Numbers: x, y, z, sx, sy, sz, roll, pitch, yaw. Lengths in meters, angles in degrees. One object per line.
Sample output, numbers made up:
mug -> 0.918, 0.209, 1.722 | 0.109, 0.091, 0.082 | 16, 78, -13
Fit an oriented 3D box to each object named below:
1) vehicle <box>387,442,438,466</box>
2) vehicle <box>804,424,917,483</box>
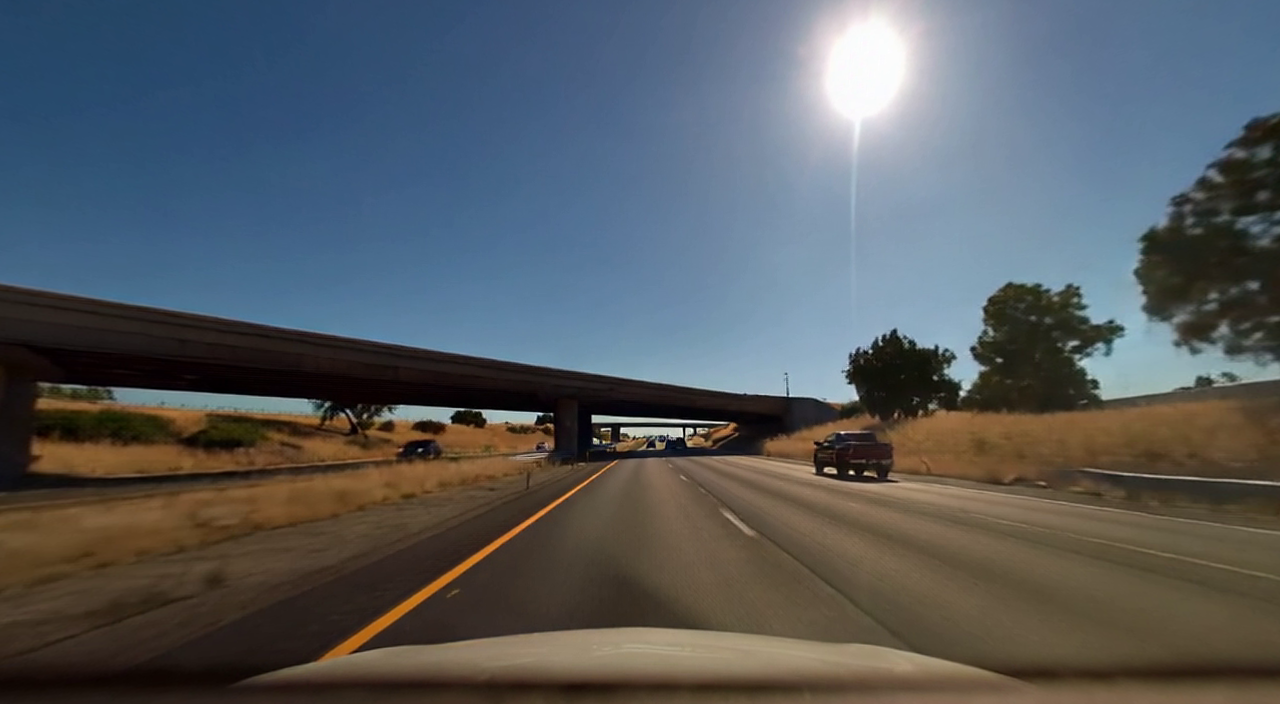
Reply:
vehicle -> -16.981, 7.641, 47.147 | 1.910, 1.704, 5.056 | 0, -9, 0
vehicle -> 8.446, 3.978, 24.749 | 2.362, 2.037, 5.409 | 0, -9, -1
